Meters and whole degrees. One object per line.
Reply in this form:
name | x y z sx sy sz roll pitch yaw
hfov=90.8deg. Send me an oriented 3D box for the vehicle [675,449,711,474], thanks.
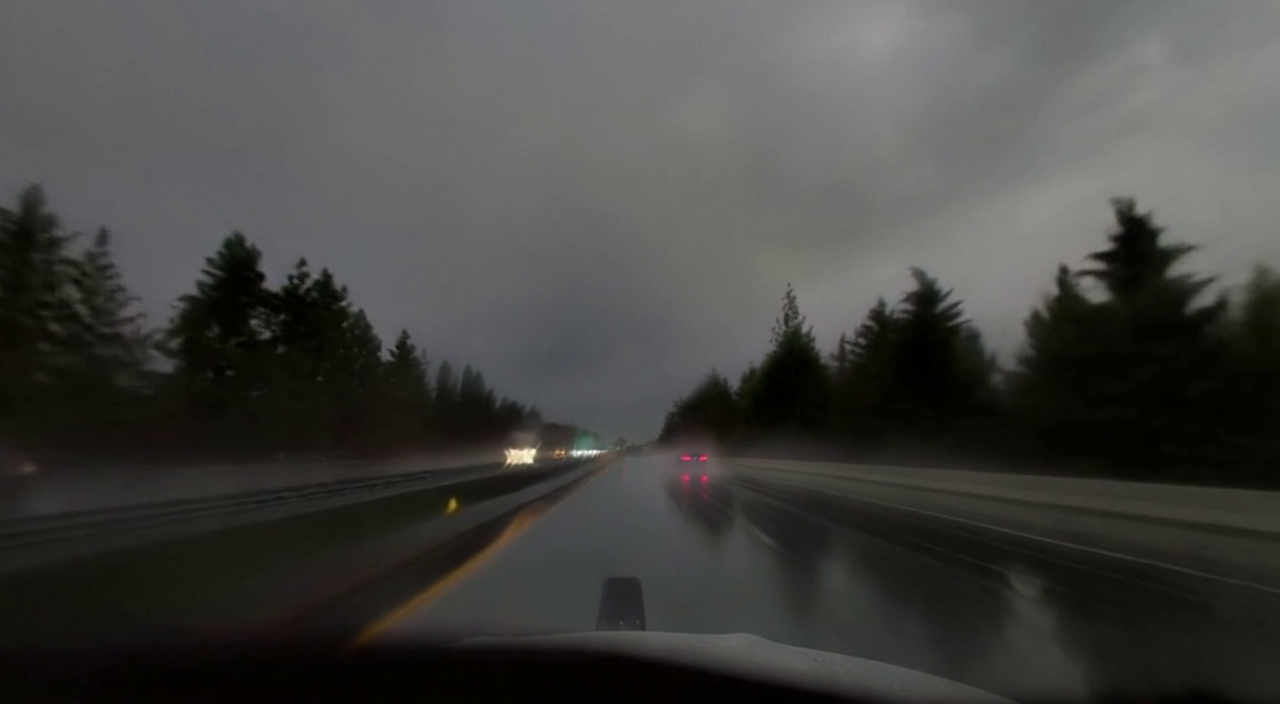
vehicle | 3.369 7.083 41.007 1.870 1.486 3.858 0 -9 -2
